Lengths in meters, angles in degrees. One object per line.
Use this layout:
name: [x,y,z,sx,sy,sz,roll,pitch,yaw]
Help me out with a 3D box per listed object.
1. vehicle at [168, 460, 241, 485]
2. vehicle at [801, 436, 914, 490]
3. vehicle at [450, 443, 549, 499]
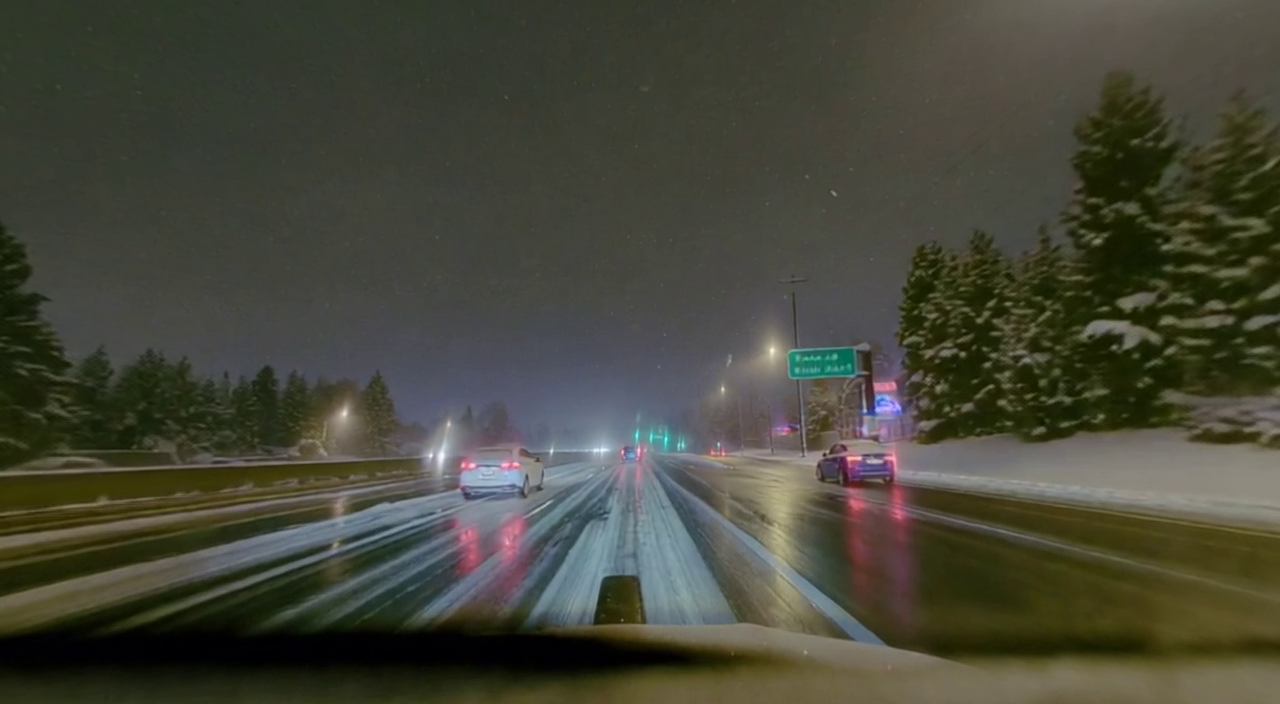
vehicle: [-29.774,8.232,43.199,1.848,1.506,4.470,0,-9,0]
vehicle: [7.191,3.741,21.524,2.035,1.566,5.409,0,-9,1]
vehicle: [-4.296,3.705,20.044,2.071,1.553,4.388,0,-9,1]
